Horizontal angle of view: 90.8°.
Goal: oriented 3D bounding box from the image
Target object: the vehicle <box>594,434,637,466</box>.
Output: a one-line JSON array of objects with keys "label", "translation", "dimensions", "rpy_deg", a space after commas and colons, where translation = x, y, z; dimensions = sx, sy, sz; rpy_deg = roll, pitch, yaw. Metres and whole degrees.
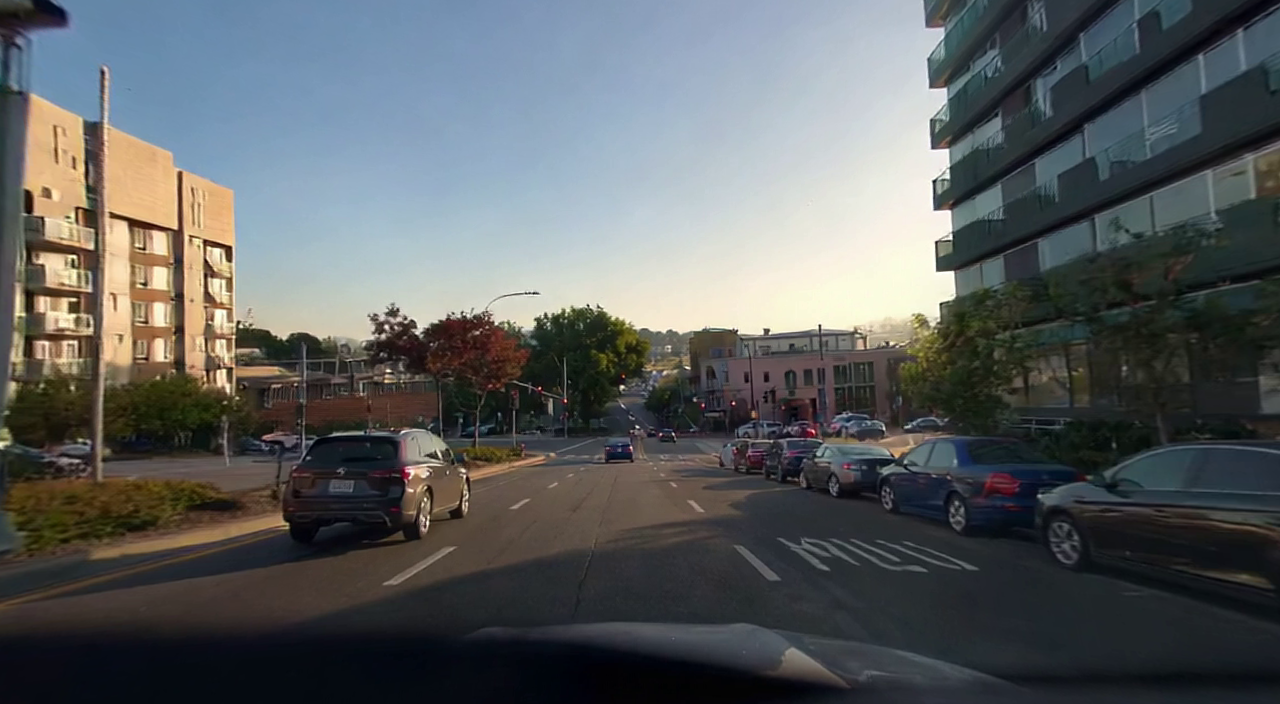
[{"label": "vehicle", "translation": [-1.196, 5.038, 32.572], "dimensions": [2.082, 1.520, 3.896], "rpy_deg": [0, -8, -1]}]

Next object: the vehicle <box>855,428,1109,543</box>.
[{"label": "vehicle", "translation": [5.857, 2.313, 11.679], "dimensions": [2.019, 1.670, 4.550], "rpy_deg": [0, -9, -2]}]

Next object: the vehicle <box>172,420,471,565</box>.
[{"label": "vehicle", "translation": [-3.975, 1.820, 8.977], "dimensions": [1.934, 1.522, 4.464], "rpy_deg": [0, -9, 0]}]

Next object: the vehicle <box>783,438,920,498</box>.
[{"label": "vehicle", "translation": [5.845, 3.272, 18.231], "dimensions": [2.089, 1.488, 4.663], "rpy_deg": [0, -9, -3]}]

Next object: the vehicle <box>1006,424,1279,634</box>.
[{"label": "vehicle", "translation": [5.943, 1.485, 5.740], "dimensions": [2.200, 1.574, 4.989], "rpy_deg": [0, -8, -1]}]
